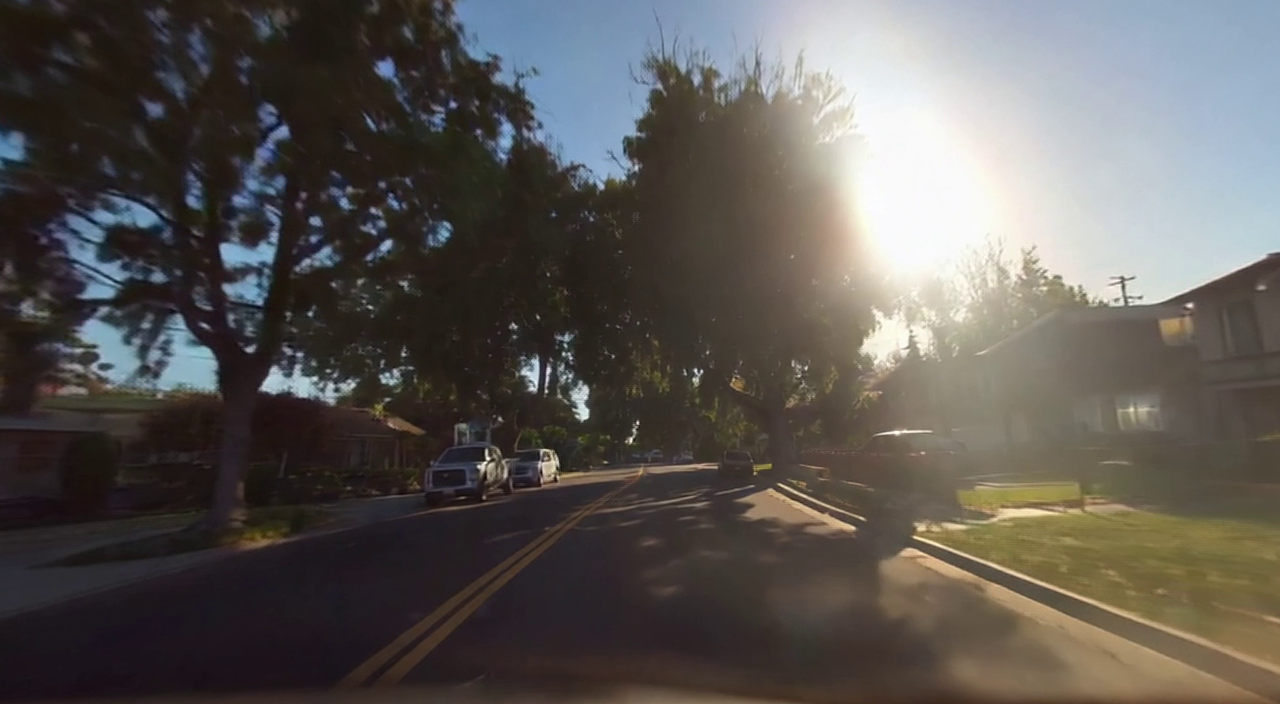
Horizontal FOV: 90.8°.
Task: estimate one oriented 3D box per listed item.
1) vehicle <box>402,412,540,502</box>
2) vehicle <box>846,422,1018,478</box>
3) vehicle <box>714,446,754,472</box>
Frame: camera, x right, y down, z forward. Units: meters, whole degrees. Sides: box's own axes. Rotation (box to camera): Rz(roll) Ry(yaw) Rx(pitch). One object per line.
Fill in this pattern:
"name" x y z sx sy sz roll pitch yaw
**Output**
"vehicle" -5.176 3.630 20.600 2.334 2.126 6.444 -5 -15 3
"vehicle" 10.634 3.639 23.485 5.325 1.939 2.150 -2 -8 10
"vehicle" 5.495 6.169 36.614 1.948 1.408 4.345 -2 -8 12
